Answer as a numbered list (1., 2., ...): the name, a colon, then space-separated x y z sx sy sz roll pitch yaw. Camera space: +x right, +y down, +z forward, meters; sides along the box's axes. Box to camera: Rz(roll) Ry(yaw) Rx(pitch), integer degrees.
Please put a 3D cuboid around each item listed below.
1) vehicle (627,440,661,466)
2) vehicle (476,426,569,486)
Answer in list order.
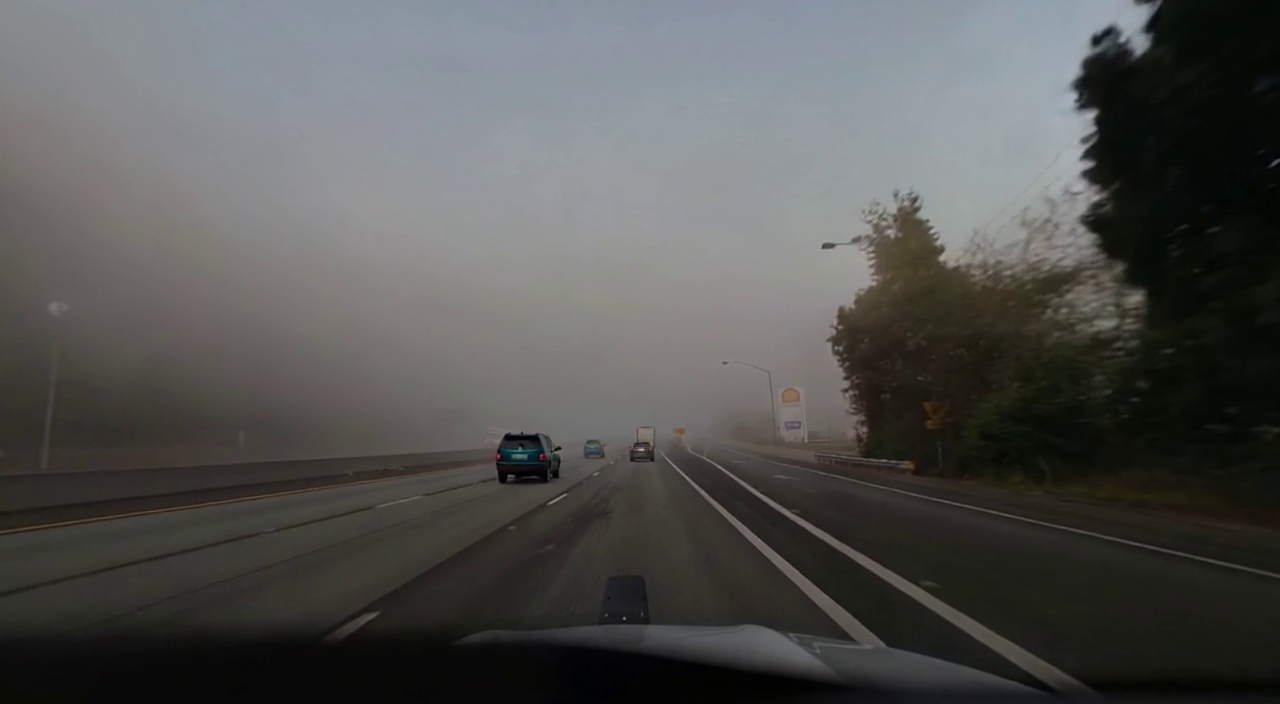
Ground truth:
1. vehicle: 0.208 6.155 38.642 1.982 1.524 3.800 0 -8 -1
2. vehicle: -3.993 3.647 22.358 2.273 1.884 4.515 0 -8 2
